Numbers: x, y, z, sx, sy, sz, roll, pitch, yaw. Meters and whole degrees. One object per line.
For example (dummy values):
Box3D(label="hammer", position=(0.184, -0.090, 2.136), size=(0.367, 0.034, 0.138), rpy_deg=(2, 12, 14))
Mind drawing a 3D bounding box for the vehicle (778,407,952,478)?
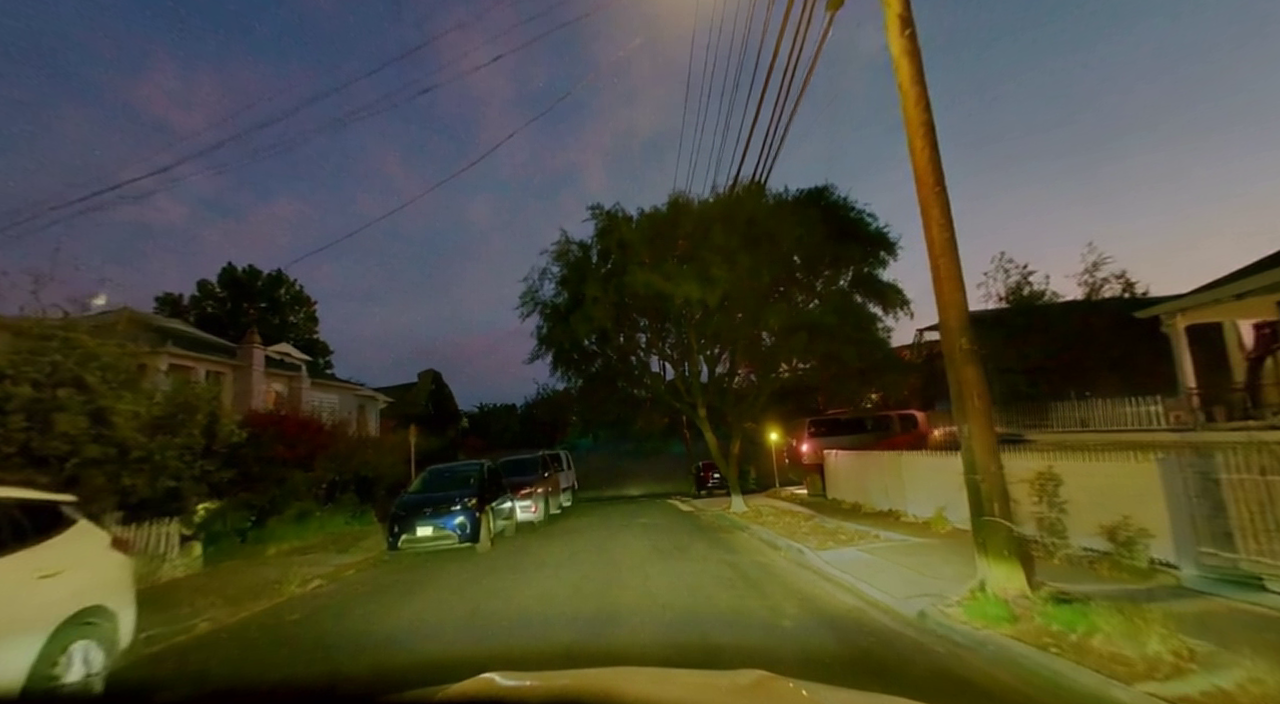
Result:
Box3D(label="vehicle", position=(6.395, 2.620, 18.332), size=(4.249, 1.905, 1.904), rpy_deg=(0, -8, -2))

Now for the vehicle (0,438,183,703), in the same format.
Box3D(label="vehicle", position=(-4.981, 1.075, 2.337), size=(4.537, 1.595, 2.471), rpy_deg=(1, -13, -2))

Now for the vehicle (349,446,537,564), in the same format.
Box3D(label="vehicle", position=(-3.113, 2.472, 11.170), size=(2.081, 1.589, 4.691), rpy_deg=(0, -8, -4))

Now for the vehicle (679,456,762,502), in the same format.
Box3D(label="vehicle", position=(3.162, 5.028, 25.407), size=(3.005, 1.535, 4.025), rpy_deg=(-2, -8, 5))
